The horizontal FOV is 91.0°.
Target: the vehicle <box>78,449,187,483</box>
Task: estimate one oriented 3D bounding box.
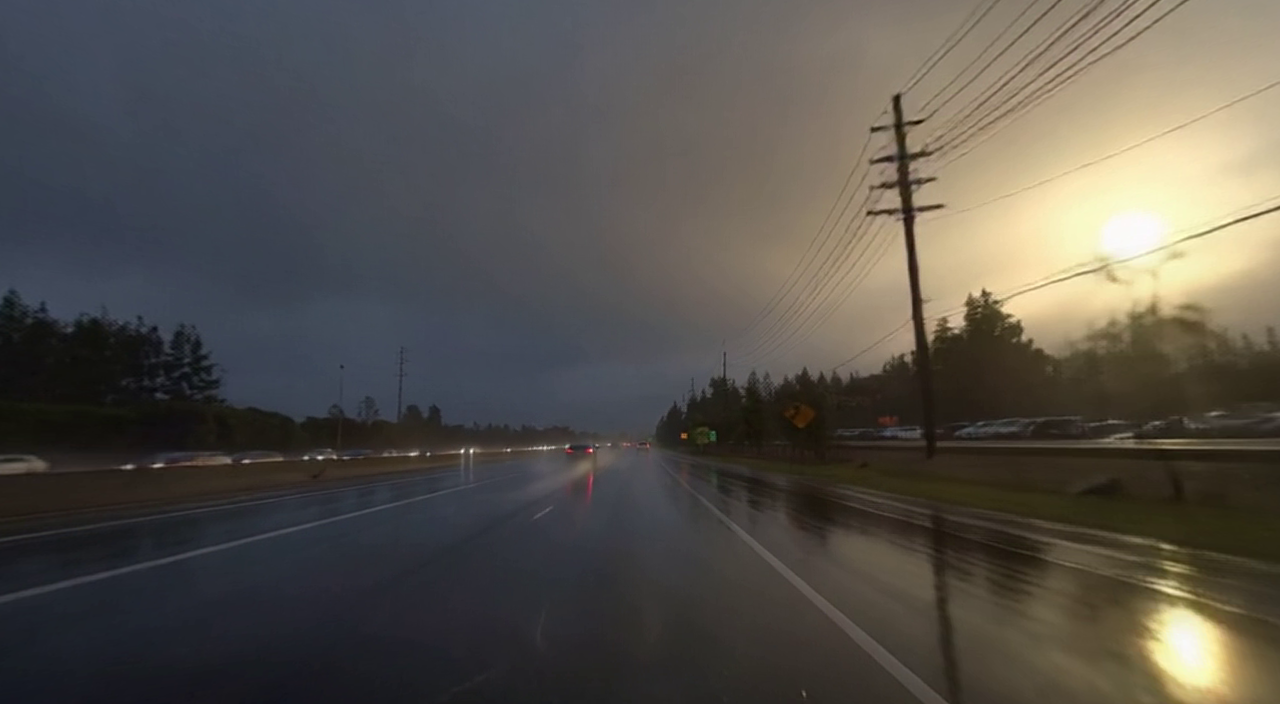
[{"bbox_3d":[-27.989,6.247,34.953,2.019,1.725,4.739,0,-9,1],"label":"vehicle"}]

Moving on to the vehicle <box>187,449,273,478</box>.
[{"bbox_3d":[-24.353,6.613,37.650,1.955,1.650,4.628,0,-9,1],"label":"vehicle"}]

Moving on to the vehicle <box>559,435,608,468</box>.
[{"bbox_3d":[-3.560,6.426,40.700,2.577,1.939,5.408,0,-9,1],"label":"vehicle"}]
